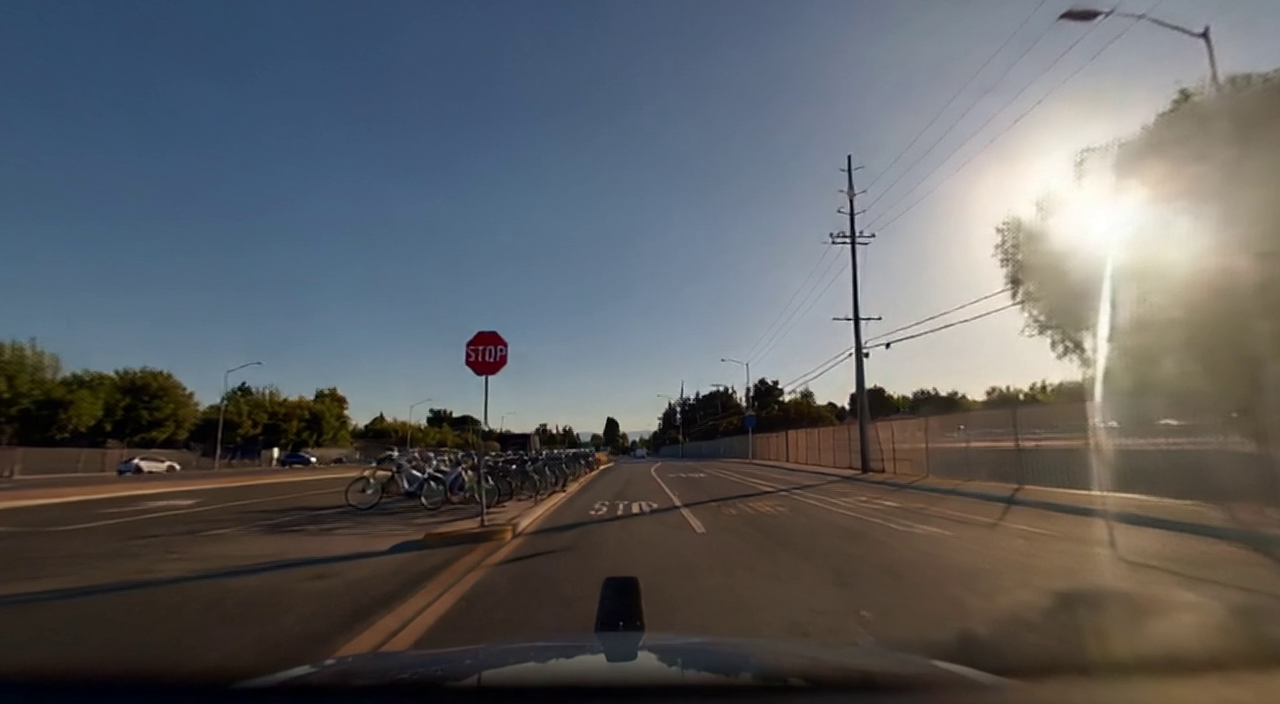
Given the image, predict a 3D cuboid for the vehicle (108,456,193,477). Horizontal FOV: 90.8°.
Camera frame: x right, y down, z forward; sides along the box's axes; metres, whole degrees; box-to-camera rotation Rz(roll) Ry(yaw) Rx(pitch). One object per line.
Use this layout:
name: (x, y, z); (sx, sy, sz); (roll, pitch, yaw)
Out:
vehicle: (-33.937, 7.946, 43.913); (4.327, 1.402, 1.757); (0, -9, -4)
